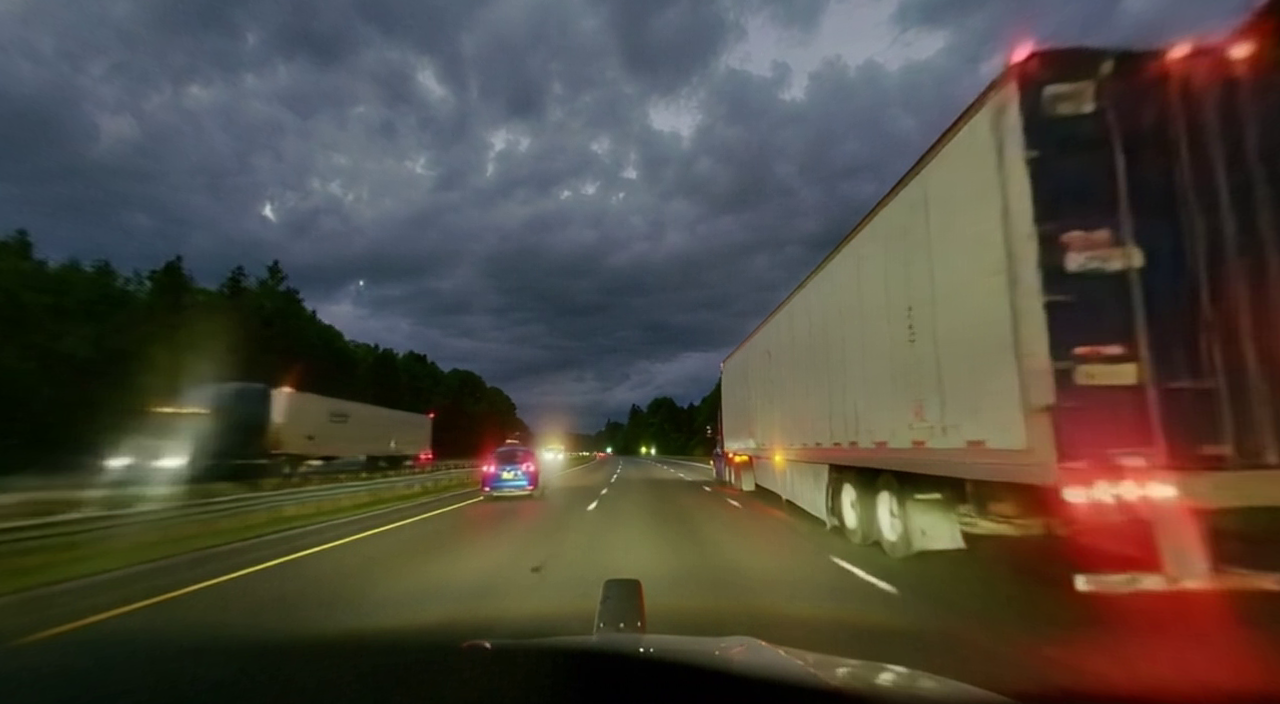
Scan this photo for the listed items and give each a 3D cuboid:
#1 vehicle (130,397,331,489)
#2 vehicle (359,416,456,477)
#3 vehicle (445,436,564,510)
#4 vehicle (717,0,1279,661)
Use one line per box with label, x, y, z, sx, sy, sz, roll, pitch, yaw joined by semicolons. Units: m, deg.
vehicle;-15.027;3.521;24.068;2.643;2.931;7.342;0;-9;1
vehicle;-11.427;4.768;31.678;2.328;2.714;6.655;0;-9;0
vehicle;-3.340;3.093;16.505;2.115;1.670;4.261;0;-9;1
vehicle;4.436;1.008;12.474;3.532;4.201;17.611;0;-9;0
